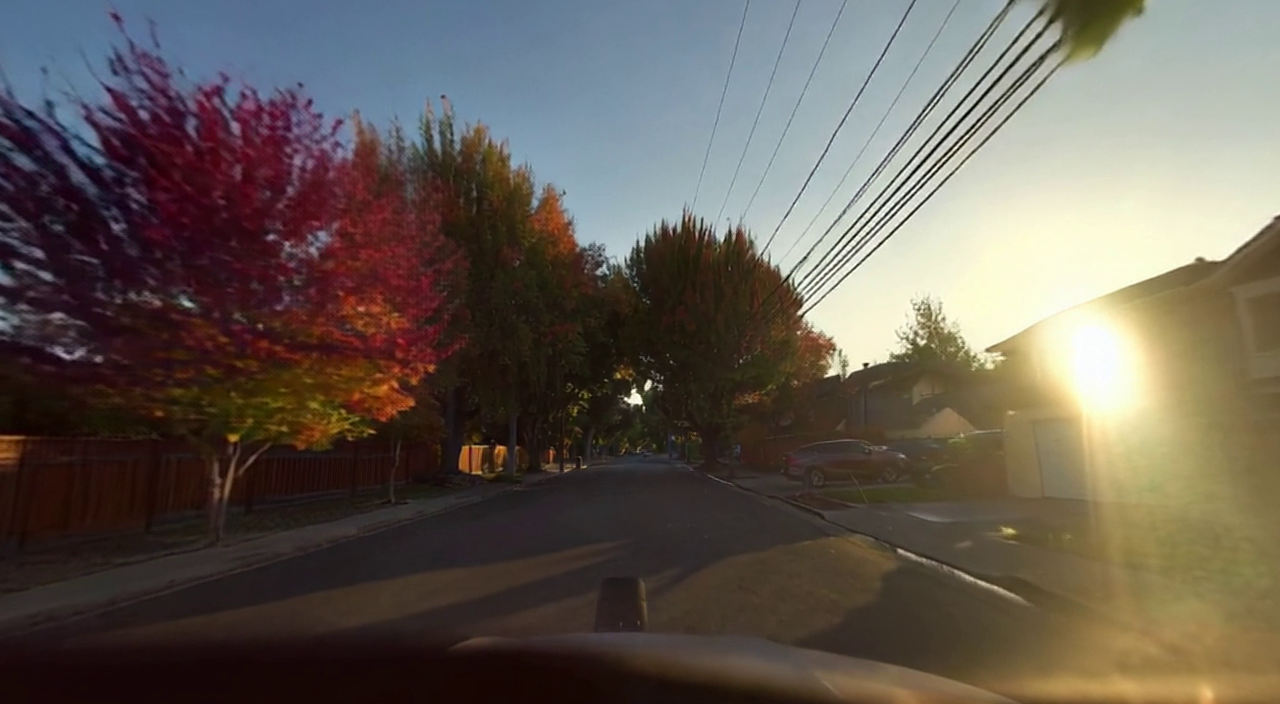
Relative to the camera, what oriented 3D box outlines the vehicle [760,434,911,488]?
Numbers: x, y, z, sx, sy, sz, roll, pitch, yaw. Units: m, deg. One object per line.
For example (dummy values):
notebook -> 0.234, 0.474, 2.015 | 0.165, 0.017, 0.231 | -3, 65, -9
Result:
vehicle -> 6.996, 3.952, 23.038 | 4.806, 1.851, 2.050 | 0, -9, 1
